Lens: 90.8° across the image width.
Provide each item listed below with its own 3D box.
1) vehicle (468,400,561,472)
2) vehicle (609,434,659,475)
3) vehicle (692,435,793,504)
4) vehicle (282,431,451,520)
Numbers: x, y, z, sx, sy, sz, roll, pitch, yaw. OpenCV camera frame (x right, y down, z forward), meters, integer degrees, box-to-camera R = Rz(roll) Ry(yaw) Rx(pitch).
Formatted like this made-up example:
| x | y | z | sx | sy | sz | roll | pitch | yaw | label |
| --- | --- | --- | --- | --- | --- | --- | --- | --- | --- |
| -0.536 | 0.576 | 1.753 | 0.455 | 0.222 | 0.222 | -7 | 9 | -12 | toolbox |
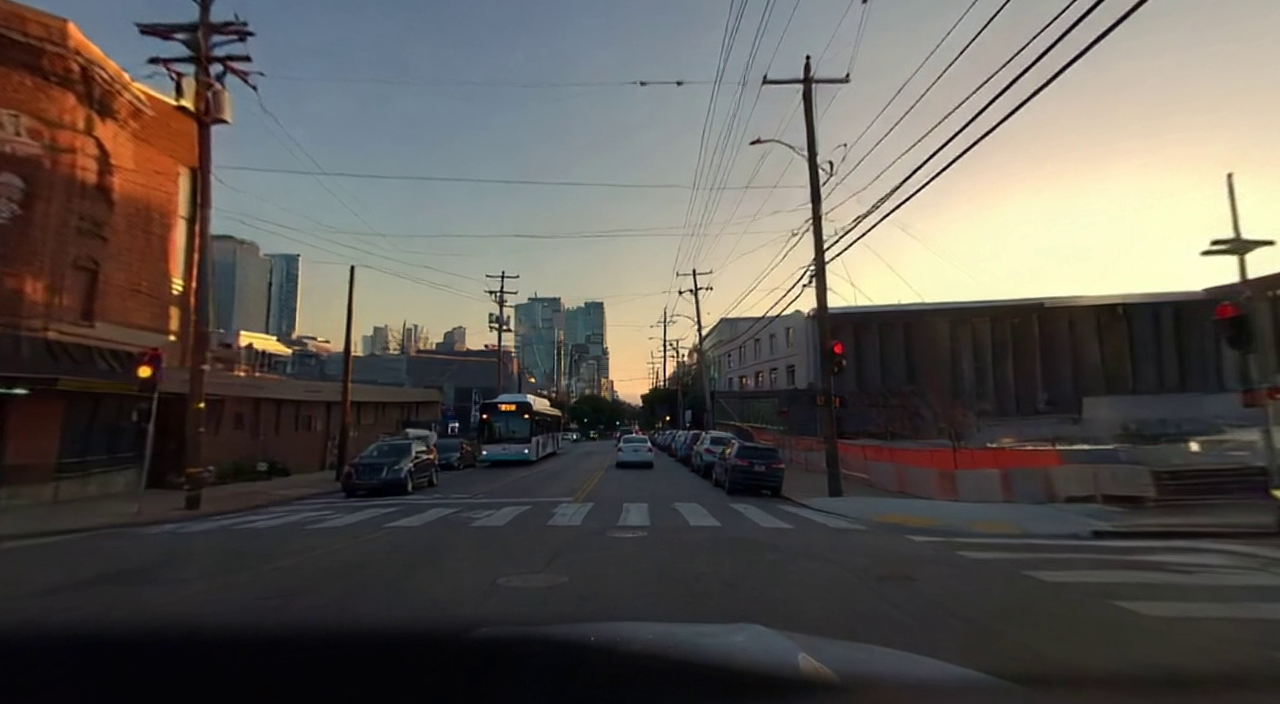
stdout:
| x | y | z | sx | sy | sz | roll | pitch | yaw | label |
| --- | --- | --- | --- | --- | --- | --- | --- | --- | --- |
| -6.665 | 4.876 | 36.016 | 3.297 | 3.342 | 12.875 | 0 | -8 | -3 | vehicle |
| -0.312 | 4.812 | 29.760 | 2.190 | 1.783 | 4.048 | 0 | -8 | -2 | vehicle |
| 2.860 | 3.478 | 18.764 | 2.171 | 1.751 | 4.373 | 1 | -10 | -1 | vehicle |
| -7.181 | 3.264 | 17.465 | 2.127 | 2.034 | 5.559 | 0 | -8 | 0 | vehicle |
